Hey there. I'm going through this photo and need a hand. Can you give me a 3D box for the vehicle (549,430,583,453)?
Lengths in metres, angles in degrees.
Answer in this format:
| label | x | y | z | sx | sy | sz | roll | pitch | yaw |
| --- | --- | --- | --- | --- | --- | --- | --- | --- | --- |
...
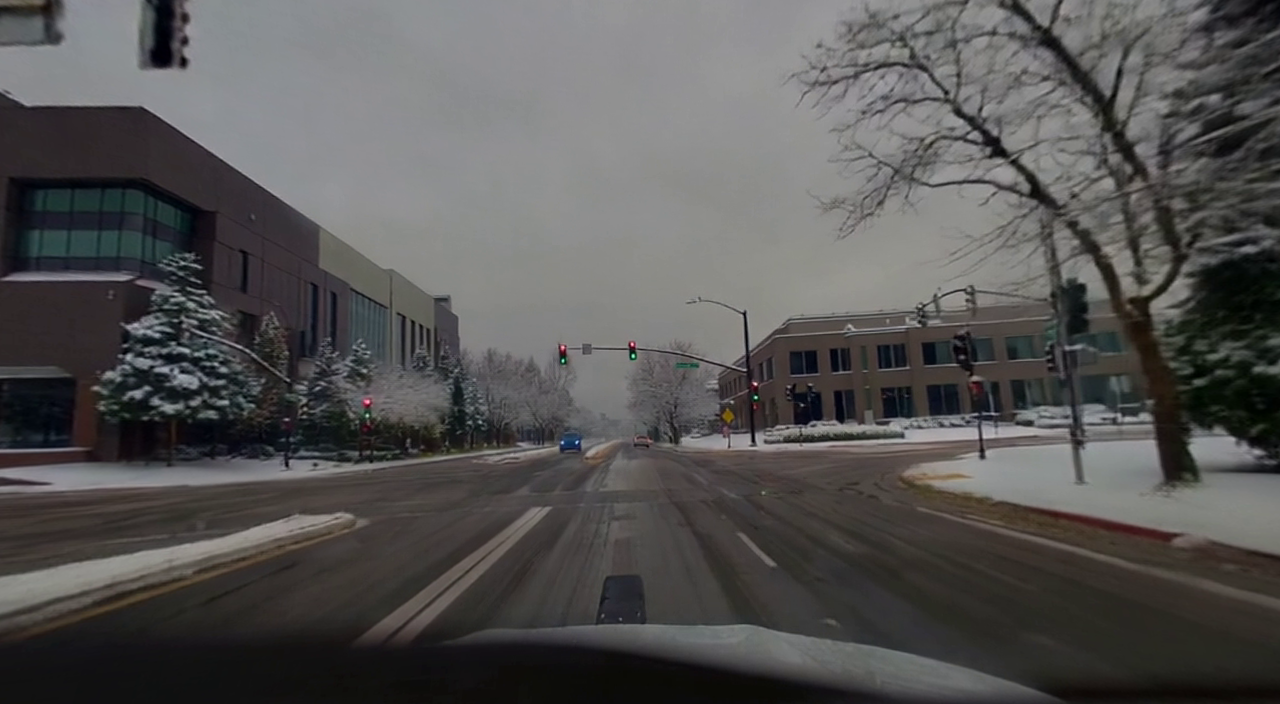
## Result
| label | x | y | z | sx | sy | sz | roll | pitch | yaw |
| --- | --- | --- | --- | --- | --- | --- | --- | --- | --- |
| vehicle | -5.579 | 6.838 | 48.099 | 1.988 | 1.666 | 4.074 | 0 | -8 | 1 |
